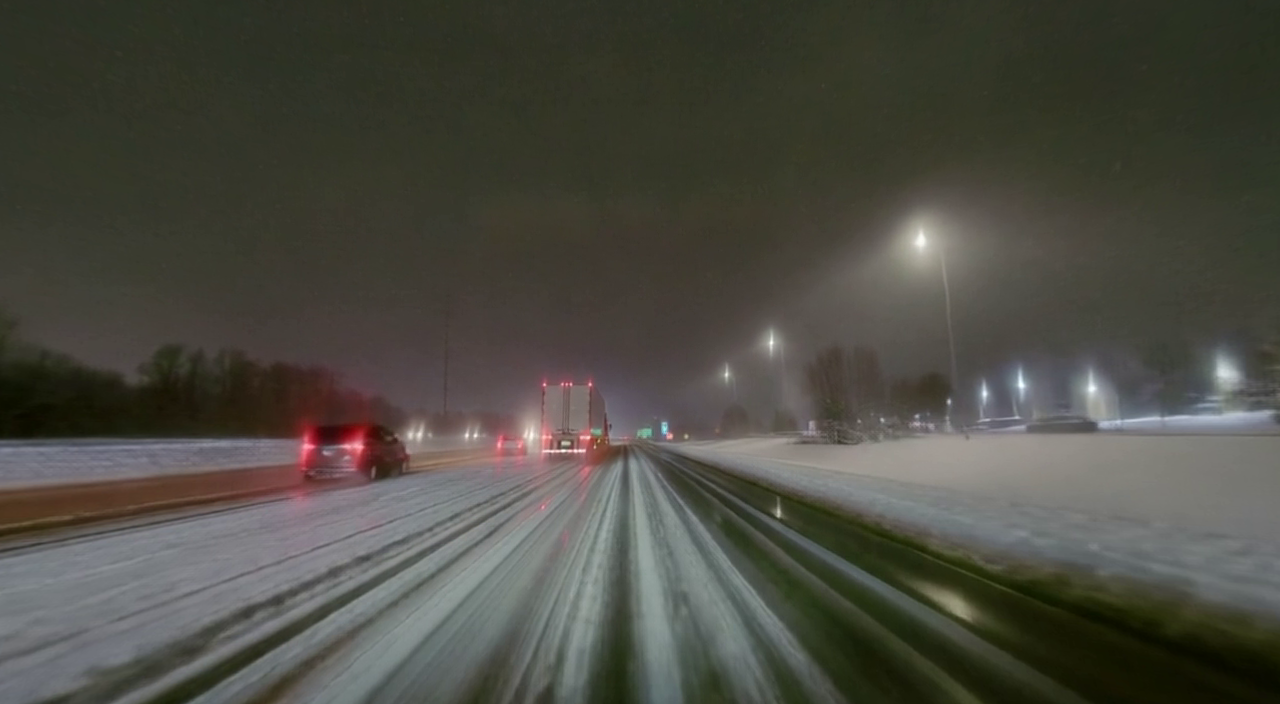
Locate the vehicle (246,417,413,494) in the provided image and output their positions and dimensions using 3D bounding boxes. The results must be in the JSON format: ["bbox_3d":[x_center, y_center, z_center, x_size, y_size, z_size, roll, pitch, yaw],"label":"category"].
[{"bbox_3d":[-7.683,2.600,16.177,2.075,1.691,4.431,0,-8,-1],"label":"vehicle"}]

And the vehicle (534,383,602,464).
[{"bbox_3d":[-3.974,4.457,37.706,3.002,3.987,12.477,-1,-8,-2],"label":"vehicle"}]
